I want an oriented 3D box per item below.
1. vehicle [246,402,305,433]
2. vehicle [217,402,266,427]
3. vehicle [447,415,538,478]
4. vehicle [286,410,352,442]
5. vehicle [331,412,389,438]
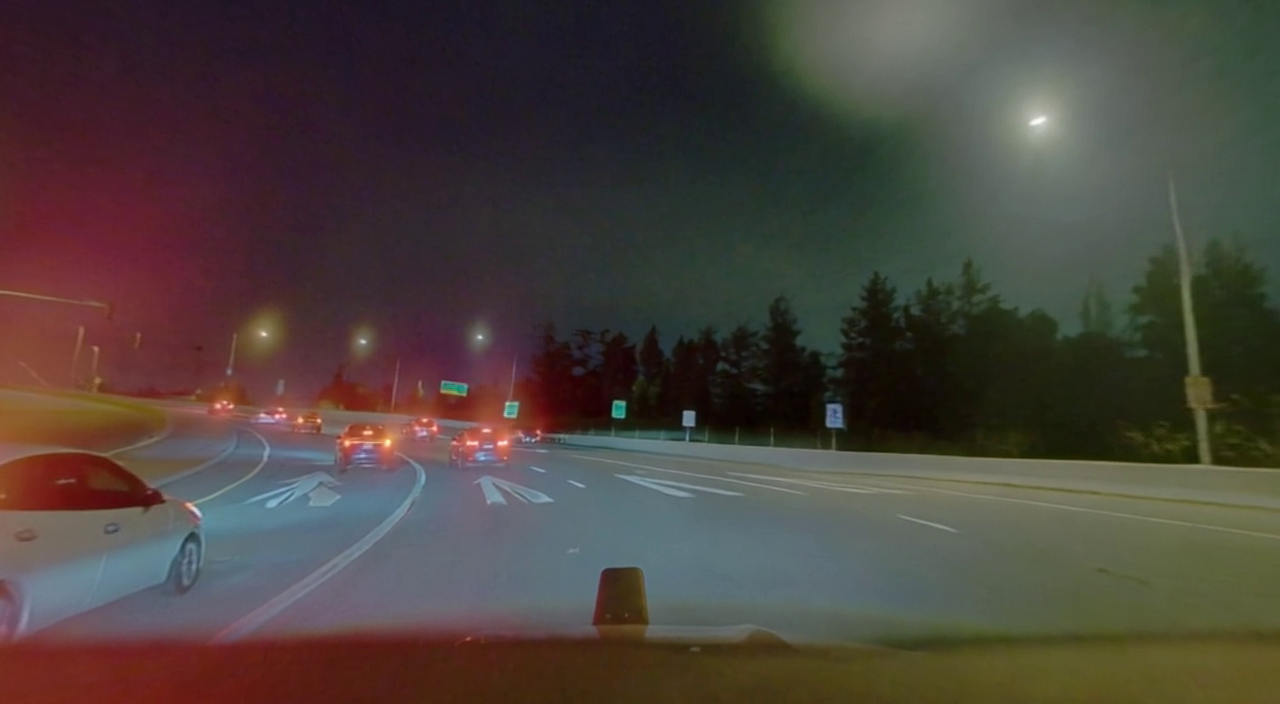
[{"bbox_3d":[-22.539,4.090,38.947,2.076,1.747,4.285,8,-11,-43],"label":"vehicle"},{"bbox_3d":[-27.757,4.405,43.911,4.459,1.486,1.763,-8,-12,44],"label":"vehicle"},{"bbox_3d":[-4.703,2.928,19.656,2.140,1.724,4.304,3,-9,-21],"label":"vehicle"},{"bbox_3d":[-16.670,3.905,32.602,2.033,1.501,4.623,7,-11,-38],"label":"vehicle"},{"bbox_3d":[-17.864,4.680,40.078,4.364,1.473,1.832,-8,-12,44],"label":"vehicle"}]
